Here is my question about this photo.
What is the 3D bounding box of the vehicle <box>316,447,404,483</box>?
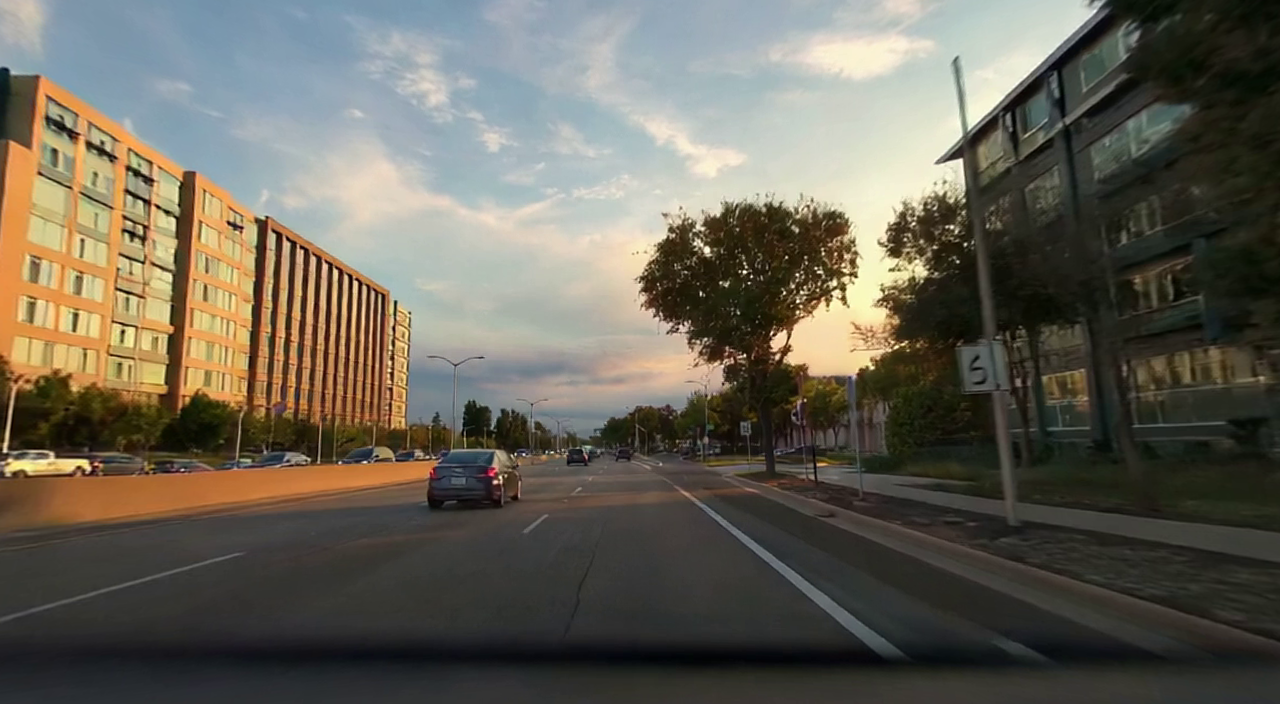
[{"bbox_3d":[-13.240,5.340,30.249,2.123,1.585,4.856,0,-8,-2],"label":"vehicle"}]

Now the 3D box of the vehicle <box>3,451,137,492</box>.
[{"bbox_3d":[-32.012,6.680,35.847,2.226,2.042,5.984,0,-9,-3],"label":"vehicle"}]

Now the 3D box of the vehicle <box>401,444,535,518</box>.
[{"bbox_3d":[-3.848,2.932,15.001,2.025,1.474,4.292,0,-8,-1],"label":"vehicle"}]

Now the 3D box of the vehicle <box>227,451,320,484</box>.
[{"bbox_3d":[-19.822,6.219,34.453,2.098,1.590,4.929,0,-8,0],"label":"vehicle"}]

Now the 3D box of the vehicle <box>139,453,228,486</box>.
[{"bbox_3d":[-27.088,6.939,37.704,2.022,1.764,4.492,-1,-8,-1],"label":"vehicle"}]
